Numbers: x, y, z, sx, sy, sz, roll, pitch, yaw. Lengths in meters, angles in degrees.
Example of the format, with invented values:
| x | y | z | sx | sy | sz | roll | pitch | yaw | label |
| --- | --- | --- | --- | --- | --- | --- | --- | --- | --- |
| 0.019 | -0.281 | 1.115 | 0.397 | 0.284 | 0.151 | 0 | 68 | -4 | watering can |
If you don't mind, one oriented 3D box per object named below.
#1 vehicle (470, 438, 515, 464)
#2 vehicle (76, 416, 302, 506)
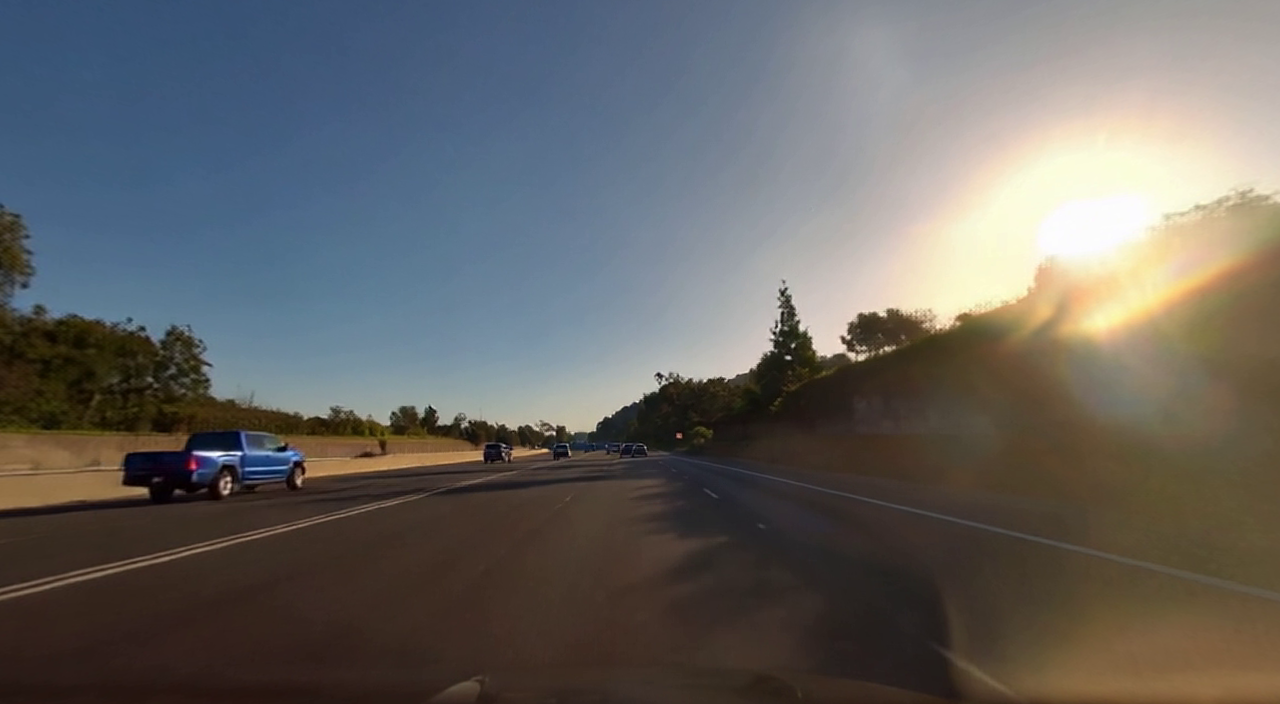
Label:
| x | y | z | sx | sy | sz | roll | pitch | yaw | label |
| --- | --- | --- | --- | --- | --- | --- | --- | --- | --- |
| -11.033 | 7.441 | 47.547 | 2.195 | 1.795 | 4.659 | 0 | -9 | 1 | vehicle |
| -10.795 | 2.649 | 15.757 | 2.012 | 1.875 | 4.895 | 0 | -9 | -1 | vehicle |
